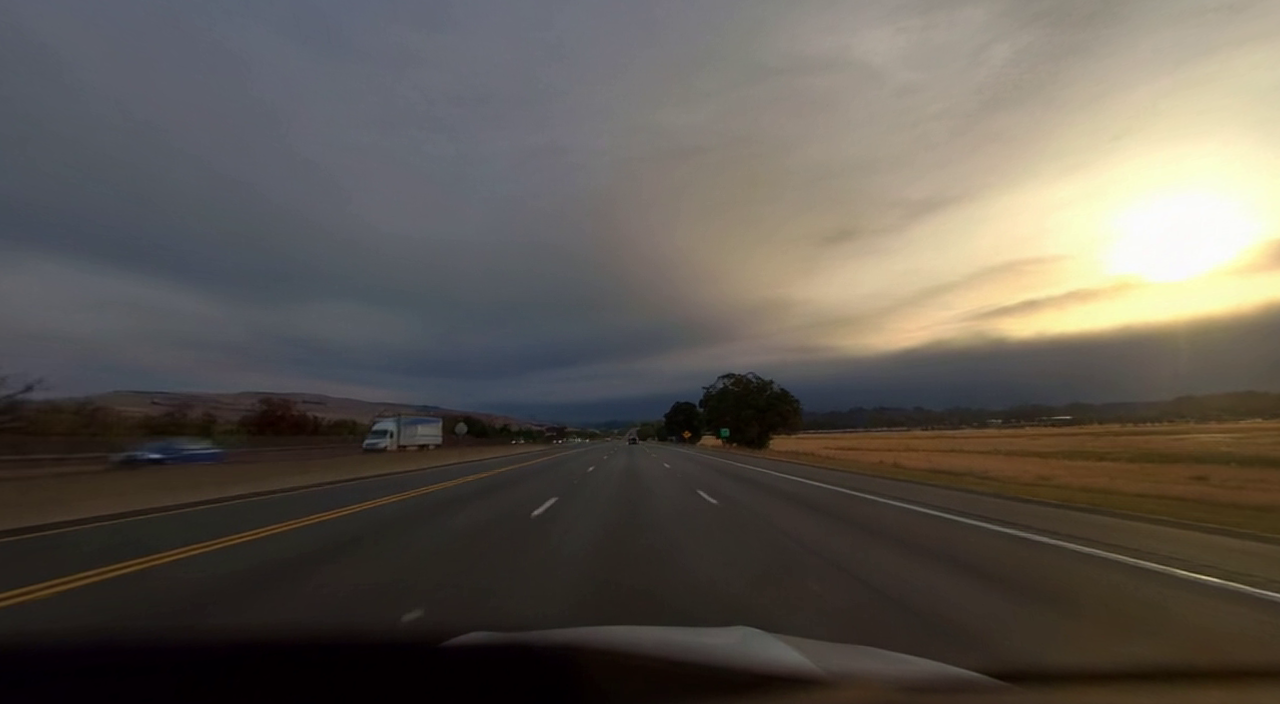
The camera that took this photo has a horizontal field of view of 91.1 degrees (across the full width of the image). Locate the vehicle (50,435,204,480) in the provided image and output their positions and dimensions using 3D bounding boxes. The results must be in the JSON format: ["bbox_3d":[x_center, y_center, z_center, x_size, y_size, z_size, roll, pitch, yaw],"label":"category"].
[{"bbox_3d":[-19.499,3.992,24.256,2.031,1.517,4.707,0,-8,-1],"label":"vehicle"}]
